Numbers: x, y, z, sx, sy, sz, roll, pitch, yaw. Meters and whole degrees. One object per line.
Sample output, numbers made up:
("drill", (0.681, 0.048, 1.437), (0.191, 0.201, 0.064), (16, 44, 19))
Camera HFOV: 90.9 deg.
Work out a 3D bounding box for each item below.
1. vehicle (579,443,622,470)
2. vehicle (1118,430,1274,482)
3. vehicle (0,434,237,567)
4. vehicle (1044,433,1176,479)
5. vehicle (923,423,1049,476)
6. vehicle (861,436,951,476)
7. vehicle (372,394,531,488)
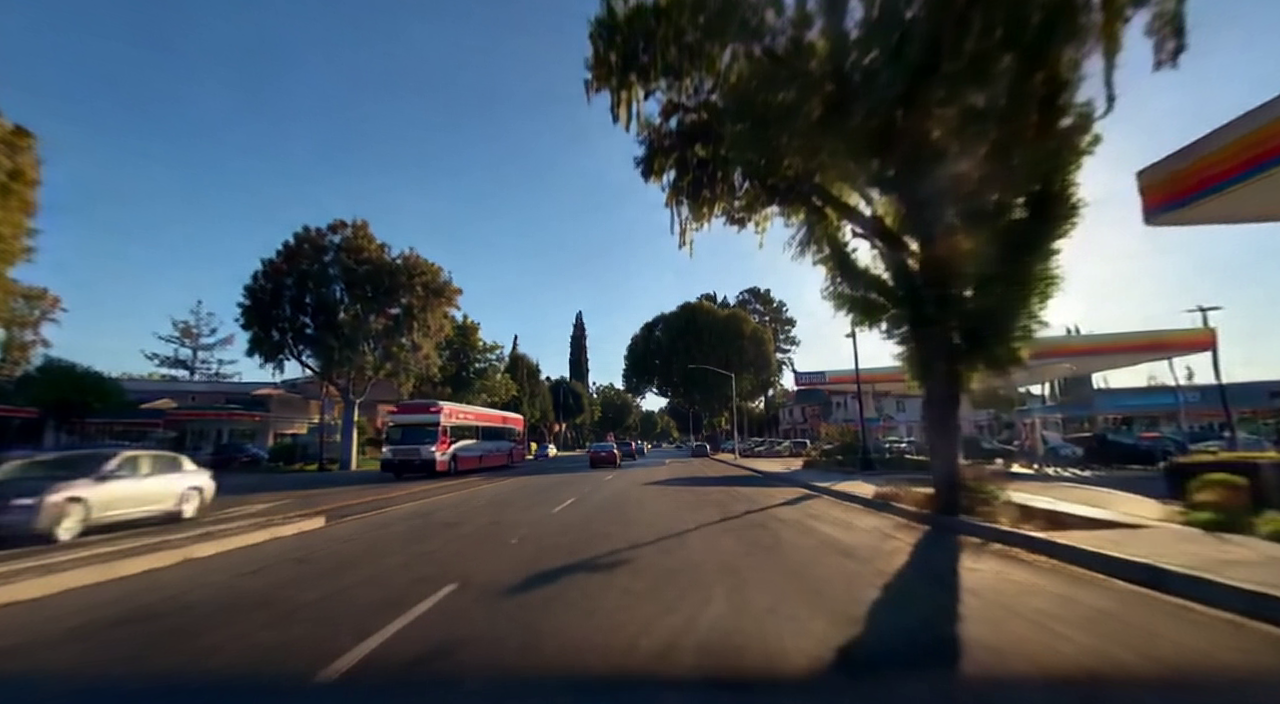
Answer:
("vehicle", (-2.123, 5.763, 34.925), (1.959, 1.406, 4.272), (0, -8, 2))
("vehicle", (21.832, 4.099, 25.050), (1.922, 1.861, 4.340), (1, -9, -6))
("vehicle", (-8.201, 1.939, 8.866), (2.099, 1.467, 4.596), (-2, -7, 0))
("vehicle", (18.686, 4.159, 25.391), (1.845, 1.650, 4.651), (-1, -8, 3))
("vehicle", (13.504, 3.871, 25.102), (2.015, 1.839, 5.416), (0, -9, 1))
("vehicle", (10.585, 4.162, 25.489), (1.888, 1.465, 4.727), (-1, -9, 4))
("vehicle", (-7.948, 4.116, 29.347), (3.056, 3.289, 13.199), (-2, -8, 1))
